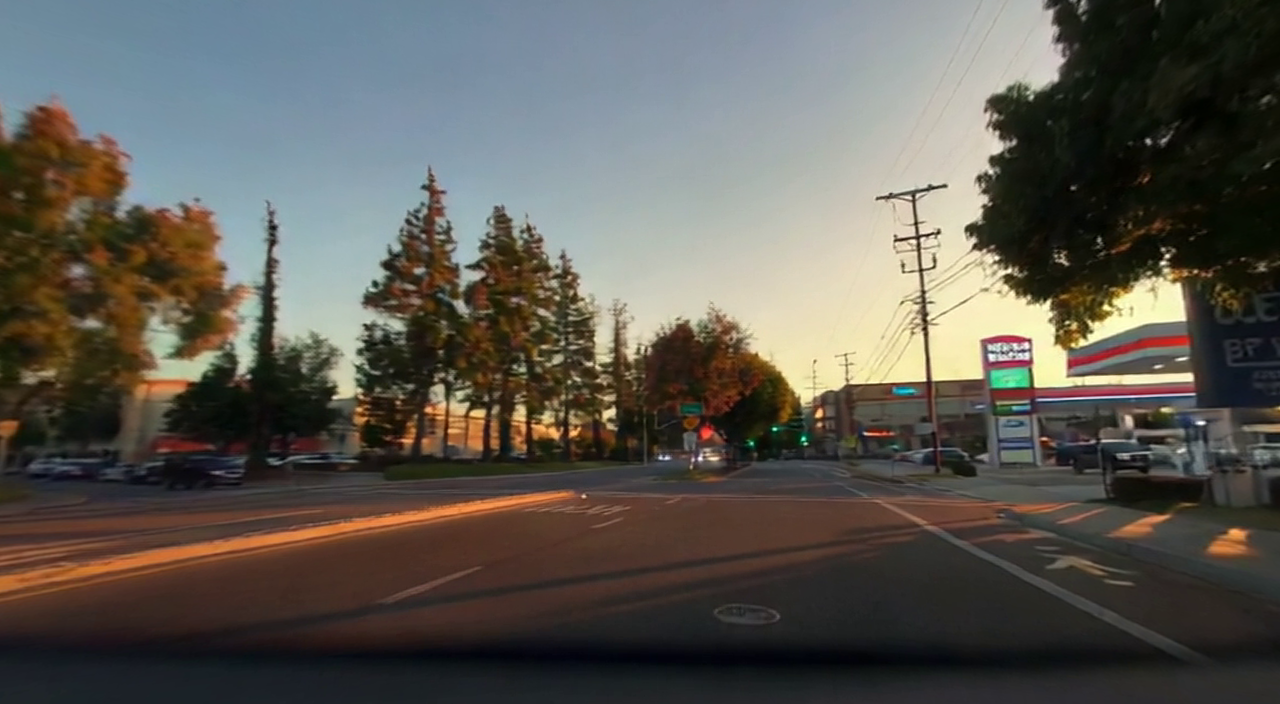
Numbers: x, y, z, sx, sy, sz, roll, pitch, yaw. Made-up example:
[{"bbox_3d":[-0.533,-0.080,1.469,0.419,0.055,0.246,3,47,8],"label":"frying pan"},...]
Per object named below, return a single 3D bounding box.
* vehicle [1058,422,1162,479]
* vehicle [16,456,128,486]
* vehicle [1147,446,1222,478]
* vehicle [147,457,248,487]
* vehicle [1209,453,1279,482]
[{"bbox_3d":[26.690,5.605,36.218,2.642,2.930,5.826,-2,-8,15],"label":"vehicle"},{"bbox_3d":[-32.655,6.823,36.379,4.538,1.545,2.021,0,-8,2],"label":"vehicle"},{"bbox_3d":[37.461,7.621,43.604,2.140,1.823,4.721,2,-12,17],"label":"vehicle"},{"bbox_3d":[-24.658,6.649,35.245,4.353,1.486,1.991,-1,-8,10],"label":"vehicle"},{"bbox_3d":[34.288,6.384,35.211,2.113,1.461,3.997,-2,-8,14],"label":"vehicle"}]
